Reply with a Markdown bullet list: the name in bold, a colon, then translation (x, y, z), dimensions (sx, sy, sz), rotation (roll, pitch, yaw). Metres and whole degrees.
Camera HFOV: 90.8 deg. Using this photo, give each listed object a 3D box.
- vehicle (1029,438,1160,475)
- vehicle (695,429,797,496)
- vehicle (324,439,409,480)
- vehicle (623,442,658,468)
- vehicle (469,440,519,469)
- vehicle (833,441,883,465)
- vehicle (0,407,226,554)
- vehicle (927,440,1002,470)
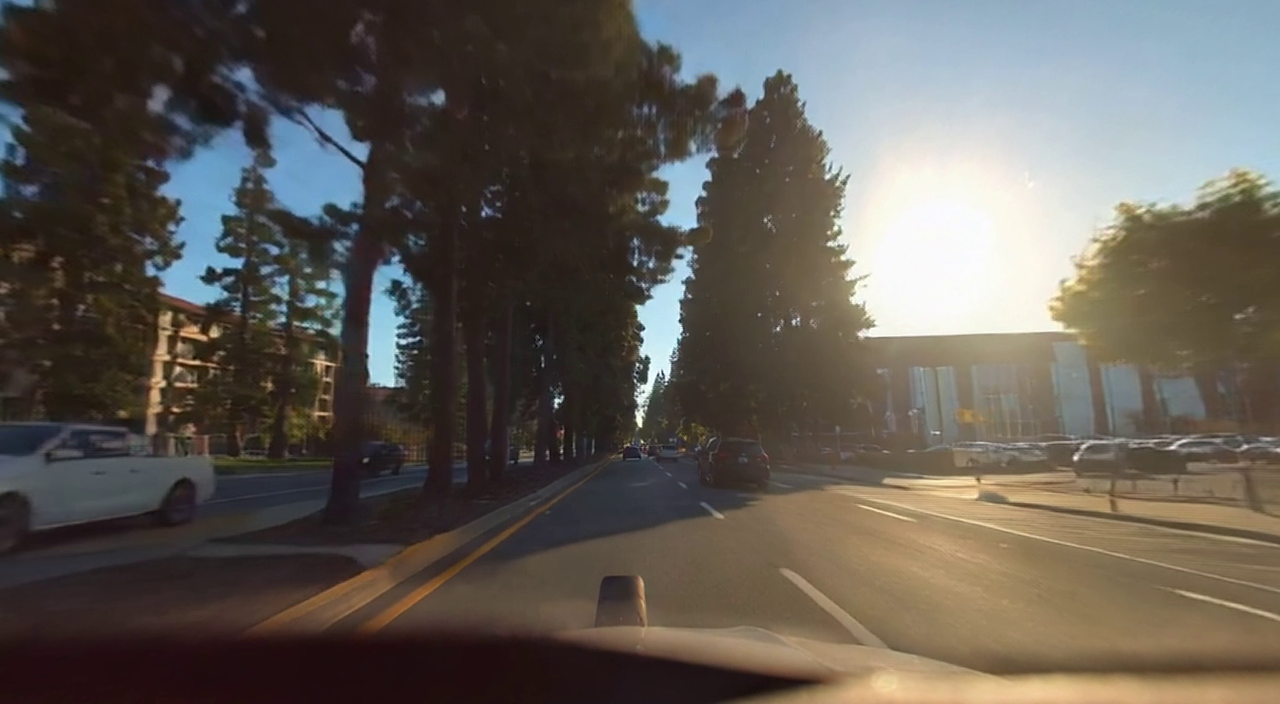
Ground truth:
- **vehicle**: translation (20.583, 4.756, 28.737), dimensions (4.475, 1.592, 1.841), rotation (0, -9, -1)
- **vehicle**: translation (3.125, 3.420, 19.884), dimensions (2.235, 1.806, 4.818), rotation (0, -9, -2)
- **vehicle**: translation (-12.712, 5.019, 29.685), dimensions (1.937, 1.737, 4.398), rotation (0, -9, 1)
- **vehicle**: translation (-0.008, 6.570, 40.580), dimensions (2.145, 1.572, 4.021), rotation (0, -9, -1)
- **vehicle**: translation (-9.232, 6.521, 40.261), dimensions (2.093, 1.728, 4.735), rotation (0, -9, -1)
- **vehicle**: translation (15.836, 7.368, 46.151), dimensions (1.812, 1.687, 4.579), rotation (1, -9, -4)
- **vehicle**: translation (-9.304, 1.941, 10.019), dimensions (2.165, 1.863, 4.880), rotation (0, -9, -1)
- **vehicle**: translation (19.213, 6.131, 37.670), dimensions (1.936, 1.659, 4.365), rotation (0, -9, -3)
